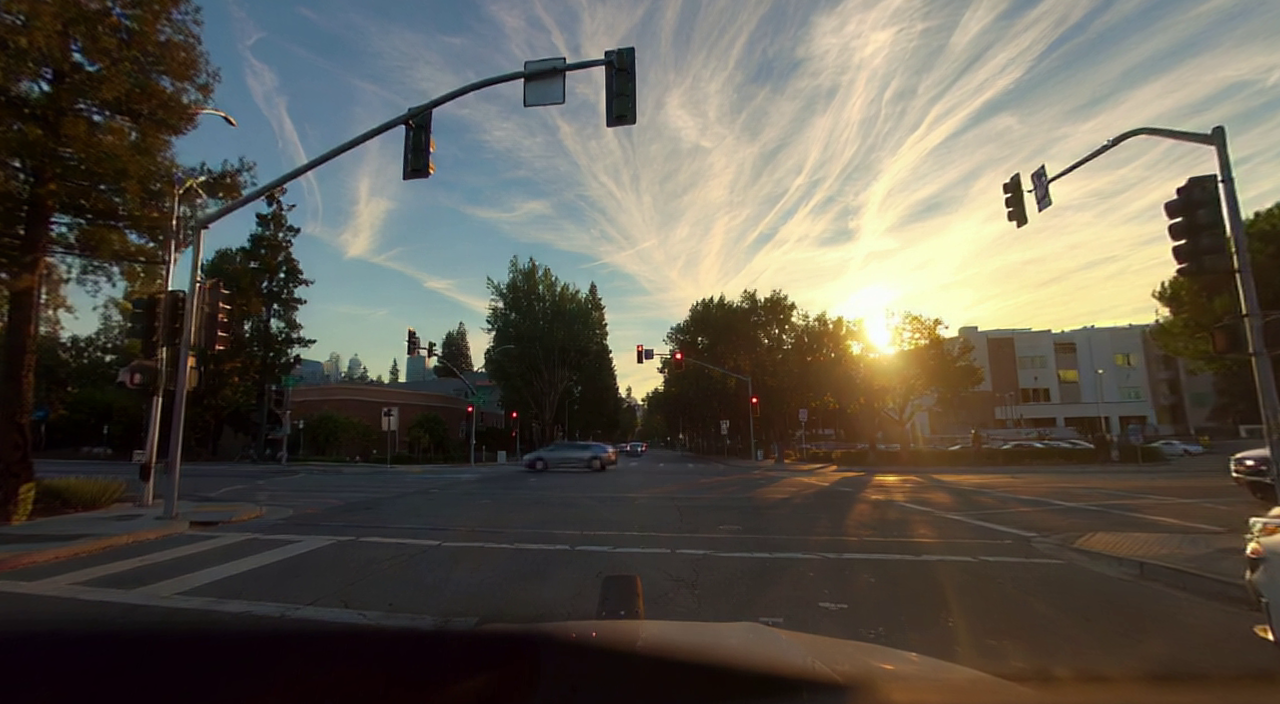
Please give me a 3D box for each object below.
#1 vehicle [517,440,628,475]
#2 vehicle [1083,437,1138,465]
[{"bbox_3d":[-3.029,4.763,28.710,4.588,1.484,2.000,-3,-9,14],"label":"vehicle"},{"bbox_3d":[26.955,5.654,36.150,2.092,1.474,4.046,-8,-11,40],"label":"vehicle"}]
